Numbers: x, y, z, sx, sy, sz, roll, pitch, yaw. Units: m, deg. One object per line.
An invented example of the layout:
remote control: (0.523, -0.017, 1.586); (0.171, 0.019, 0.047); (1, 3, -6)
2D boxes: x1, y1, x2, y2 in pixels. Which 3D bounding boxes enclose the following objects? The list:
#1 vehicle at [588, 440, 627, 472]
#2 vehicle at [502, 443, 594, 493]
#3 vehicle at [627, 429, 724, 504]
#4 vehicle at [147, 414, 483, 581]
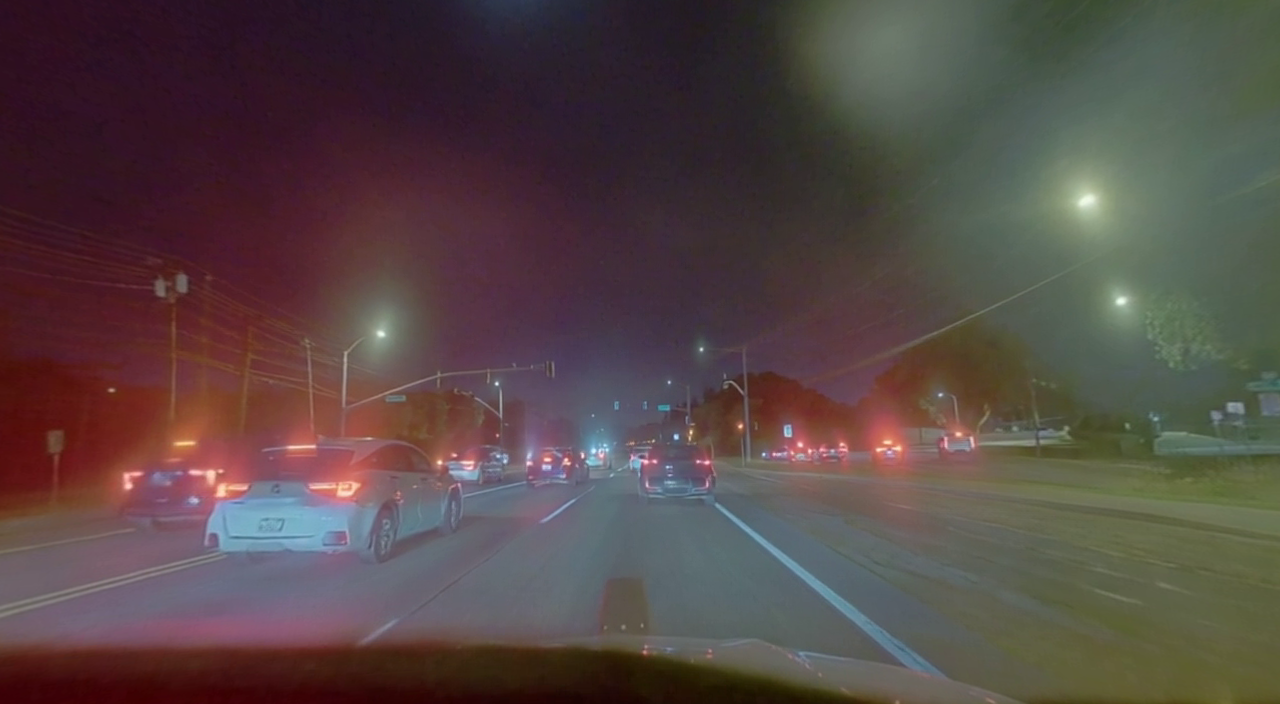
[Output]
vehicle: (-1.862, 6.118, 37.391); (1.788, 1.773, 3.731); (-1, -9, 5)
vehicle: (-2.852, 3.704, 20.567); (2.105, 1.436, 4.311); (-1, -8, 4)
vehicle: (0.888, 2.919, 16.487); (2.205, 1.691, 3.937); (0, -8, 2)
vehicle: (-3.761, 1.763, 8.476); (2.018, 1.621, 4.441); (0, -8, 2)
